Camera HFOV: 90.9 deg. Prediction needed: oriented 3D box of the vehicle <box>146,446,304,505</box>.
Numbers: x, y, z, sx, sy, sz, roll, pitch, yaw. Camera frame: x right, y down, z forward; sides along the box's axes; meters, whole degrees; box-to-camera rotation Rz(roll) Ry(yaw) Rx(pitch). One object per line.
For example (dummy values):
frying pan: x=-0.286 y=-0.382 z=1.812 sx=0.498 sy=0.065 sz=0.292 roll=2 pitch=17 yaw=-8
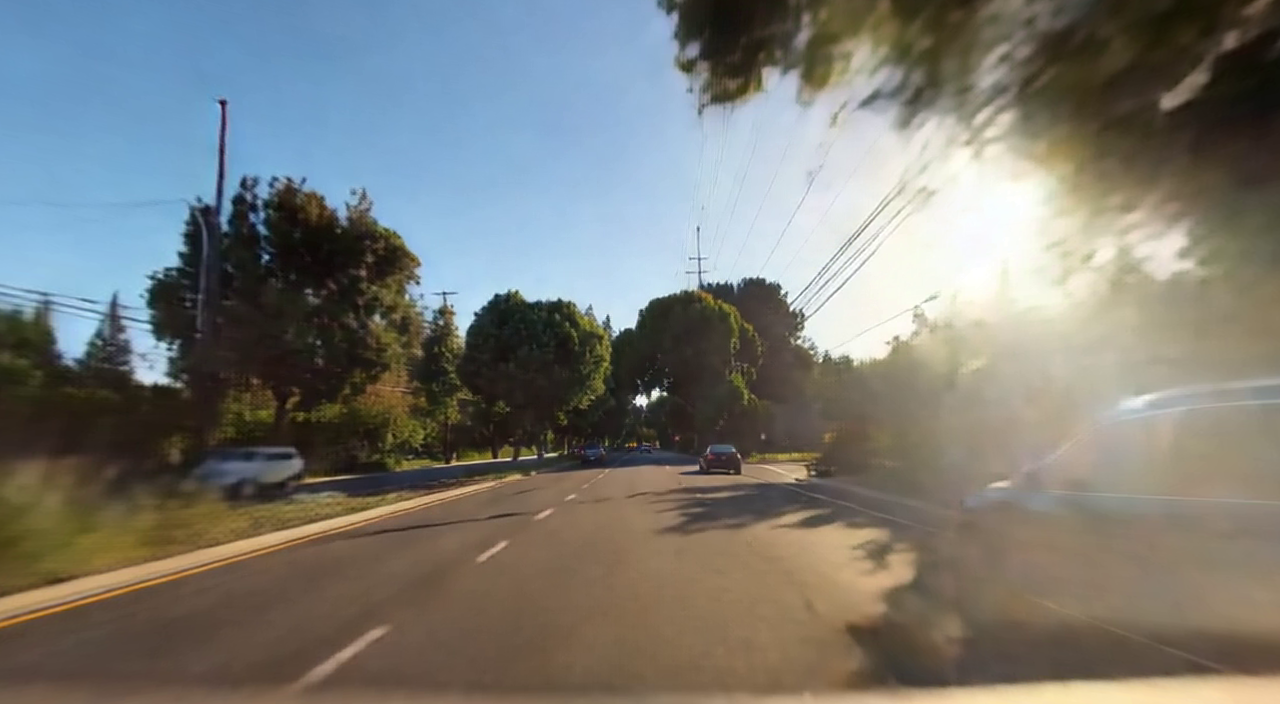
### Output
vehicle: x=-14.049 y=4.164 z=21.801 sx=2.168 sy=1.782 sz=4.746 roll=0 pitch=-9 yaw=0

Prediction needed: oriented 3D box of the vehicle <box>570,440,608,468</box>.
vehicle: x=-3.287 y=6.703 z=41.399 sx=2.066 sy=1.725 sz=4.241 roll=0 pitch=-9 yaw=1

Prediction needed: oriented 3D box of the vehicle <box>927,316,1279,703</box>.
vehicle: x=3.351 y=0.828 z=2.686 sx=2.182 sy=1.744 sz=4.464 roll=0 pitch=-9 yaw=1

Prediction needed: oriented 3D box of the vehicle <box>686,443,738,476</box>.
vehicle: x=3.403 y=5.165 z=30.491 sx=1.906 sy=1.468 sz=4.422 roll=0 pitch=-9 yaw=-1
